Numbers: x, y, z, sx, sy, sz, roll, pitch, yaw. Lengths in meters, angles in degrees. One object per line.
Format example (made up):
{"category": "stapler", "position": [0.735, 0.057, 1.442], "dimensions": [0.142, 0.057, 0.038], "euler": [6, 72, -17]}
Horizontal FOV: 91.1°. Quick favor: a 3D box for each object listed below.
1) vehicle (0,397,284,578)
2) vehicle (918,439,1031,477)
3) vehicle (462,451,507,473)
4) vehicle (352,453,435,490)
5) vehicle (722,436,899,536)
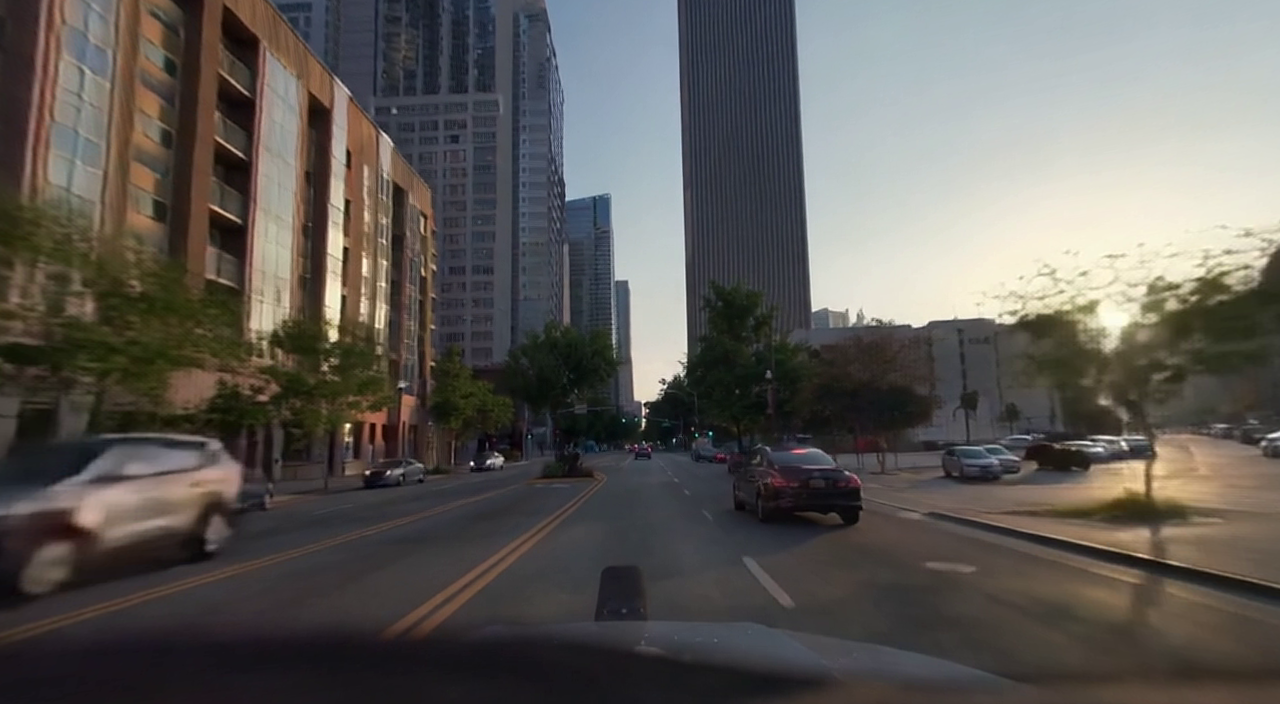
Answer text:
{"category": "vehicle", "position": [-8.467, 1.974, 10.009], "dimensions": [2.379, 2.086, 5.321], "euler": [0, -9, 0]}
{"category": "vehicle", "position": [16.194, 5.143, 30.568], "dimensions": [4.412, 1.503, 1.771], "euler": [-4, -8, 0]}
{"category": "vehicle", "position": [-11.782, 8.404, 47.944], "dimensions": [1.944, 1.575, 4.895], "euler": [-1, -10, 3]}
{"category": "vehicle", "position": [-11.981, 5.834, 30.916], "dimensions": [2.015, 1.521, 4.798], "euler": [-1, -8, 3]}
{"category": "vehicle", "position": [2.937, 2.414, 11.960], "dimensions": [2.080, 1.524, 4.348], "euler": [0, -9, -1]}
